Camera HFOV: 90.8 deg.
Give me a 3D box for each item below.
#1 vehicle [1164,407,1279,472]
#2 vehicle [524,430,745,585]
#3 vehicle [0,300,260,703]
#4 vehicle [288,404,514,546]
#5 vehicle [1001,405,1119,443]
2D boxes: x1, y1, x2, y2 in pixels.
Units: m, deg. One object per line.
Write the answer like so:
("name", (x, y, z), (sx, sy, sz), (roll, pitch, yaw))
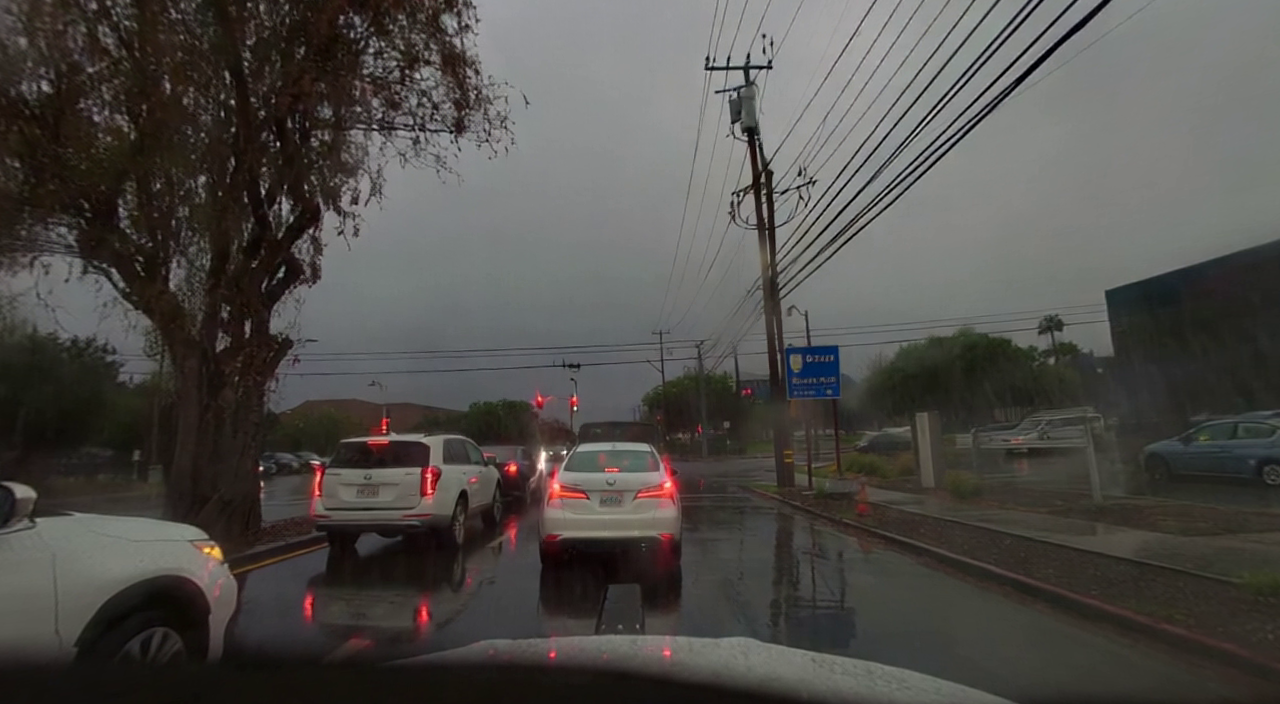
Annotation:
("vehicle", (17.018, 2.549, 18.285), (1.858, 1.622, 4.491), (-5, -10, 28))
("vehicle", (-0.099, 1.801, 8.146), (2.121, 1.474, 3.968), (0, -8, -1))
("vehicle", (-3.588, 0.633, 1.533), (2.085, 1.943, 5.053), (0, -8, 1))
("vehicle", (-3.847, 2.087, 11.371), (2.147, 1.963, 4.927), (0, -8, 0))
("vehicle", (26.833, 4.643, 40.518), (5.782, 2.286, 2.223), (-1, -9, 4))
